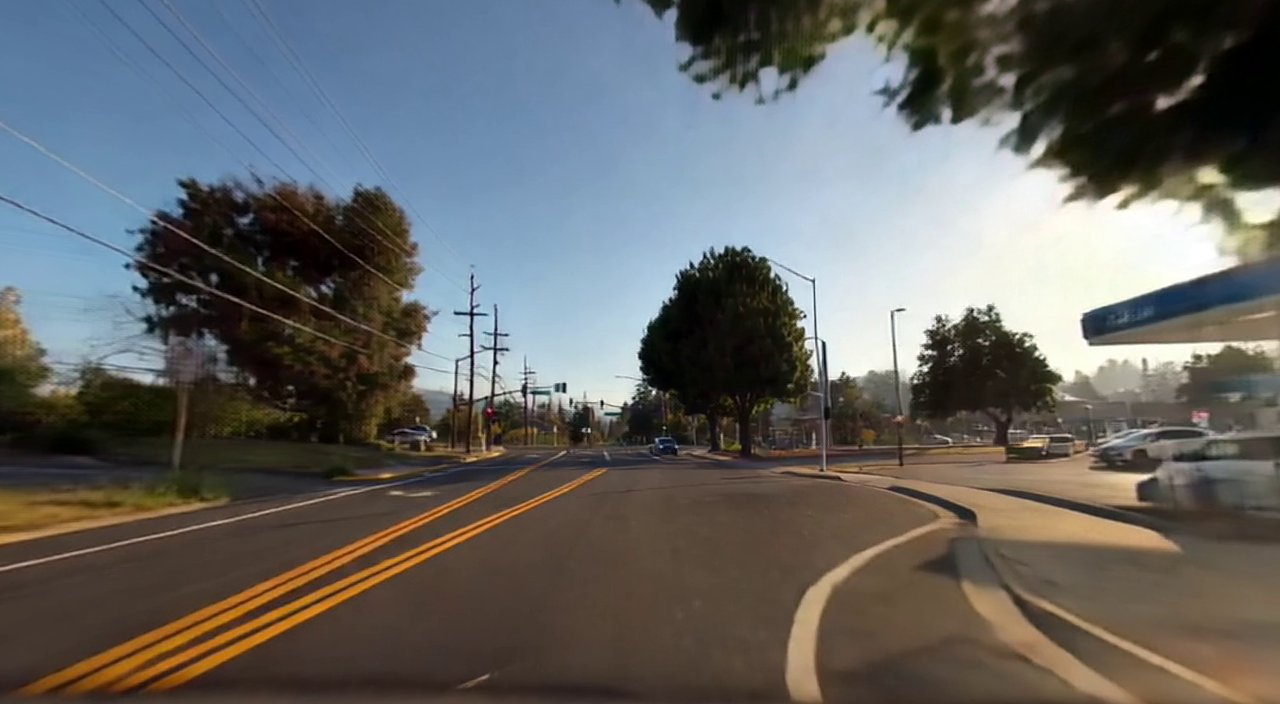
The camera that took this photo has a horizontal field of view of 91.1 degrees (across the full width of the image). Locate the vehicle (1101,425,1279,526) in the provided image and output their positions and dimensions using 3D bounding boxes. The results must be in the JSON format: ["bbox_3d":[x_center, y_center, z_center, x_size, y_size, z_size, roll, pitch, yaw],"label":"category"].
[{"bbox_3d":[11.093,2.154,11.140,4.311,1.639,1.862,-4,-9,25],"label":"vehicle"}]

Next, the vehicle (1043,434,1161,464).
[{"bbox_3d":[23.767,4.994,32.372,4.661,1.476,1.943,1,-8,-5],"label":"vehicle"}]
